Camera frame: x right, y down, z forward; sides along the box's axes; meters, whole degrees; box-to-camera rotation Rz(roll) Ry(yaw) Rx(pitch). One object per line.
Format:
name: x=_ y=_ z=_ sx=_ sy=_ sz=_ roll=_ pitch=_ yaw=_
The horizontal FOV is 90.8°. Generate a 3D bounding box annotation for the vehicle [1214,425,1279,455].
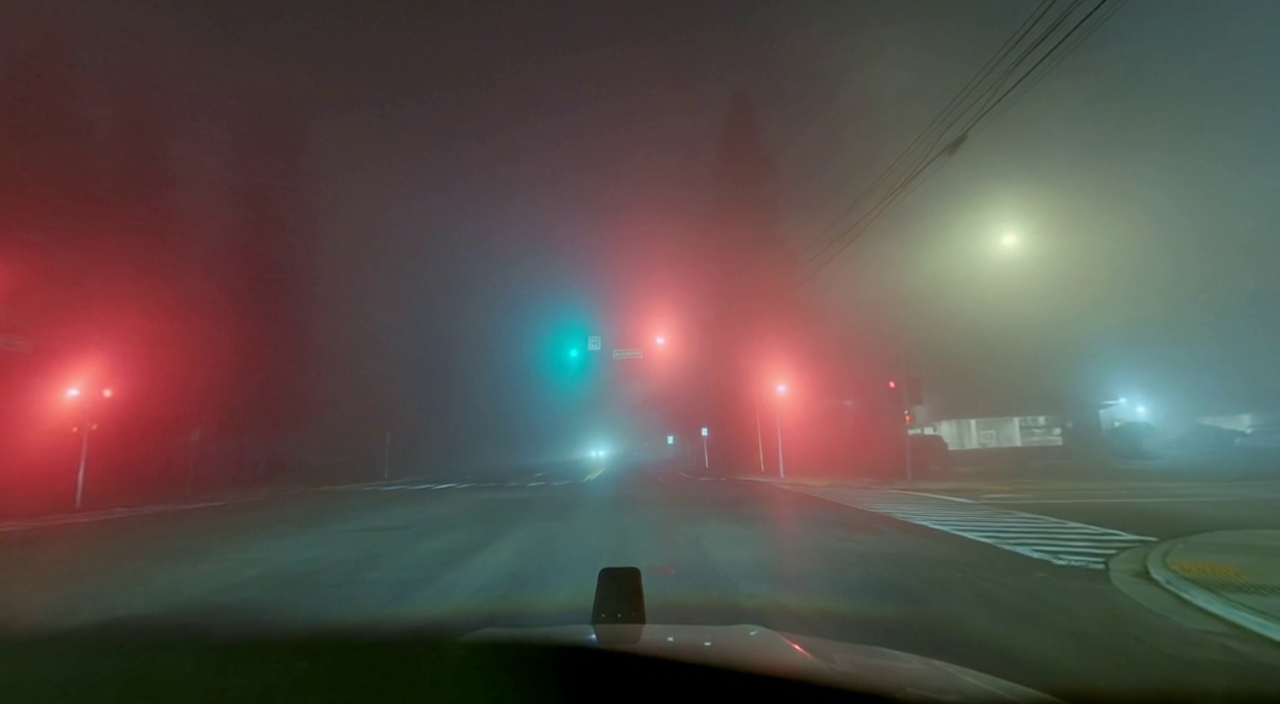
vehicle: x=34.098 y=4.812 z=34.322 sx=1.832 sy=1.521 sz=4.266 roll=0 pitch=-9 yaw=1

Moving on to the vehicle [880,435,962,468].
vehicle: x=14.960 y=5.338 z=33.950 sx=1.959 sy=1.471 sz=4.570 roll=-4 pitch=-9 yaw=-5
